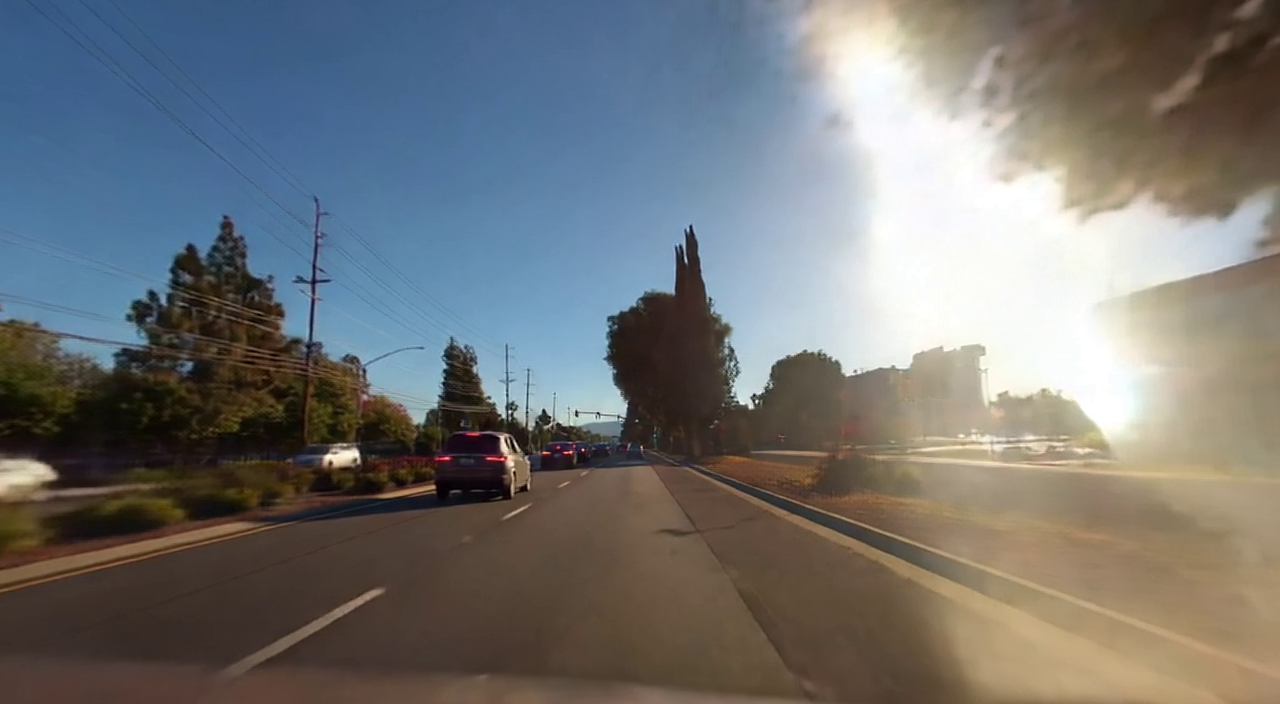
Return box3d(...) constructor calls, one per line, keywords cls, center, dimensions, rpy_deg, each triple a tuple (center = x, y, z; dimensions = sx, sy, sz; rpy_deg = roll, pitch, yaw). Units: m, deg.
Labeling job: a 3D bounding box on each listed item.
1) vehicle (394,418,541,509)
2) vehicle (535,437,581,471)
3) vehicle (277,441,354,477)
box3d(cls="vehicle", center=(-3.848, 2.592, 15.104), dimensions=(2.189, 1.807, 4.467), rpy_deg=(0, -8, 1))
box3d(cls="vehicle", center=(-4.364, 5.454, 34.073), dimensions=(2.041, 1.698, 4.094), rpy_deg=(0, -8, -2))
box3d(cls="vehicle", center=(-17.314, 5.698, 33.976), dimensions=(1.928, 1.618, 4.377), rpy_deg=(1, -6, -2))
